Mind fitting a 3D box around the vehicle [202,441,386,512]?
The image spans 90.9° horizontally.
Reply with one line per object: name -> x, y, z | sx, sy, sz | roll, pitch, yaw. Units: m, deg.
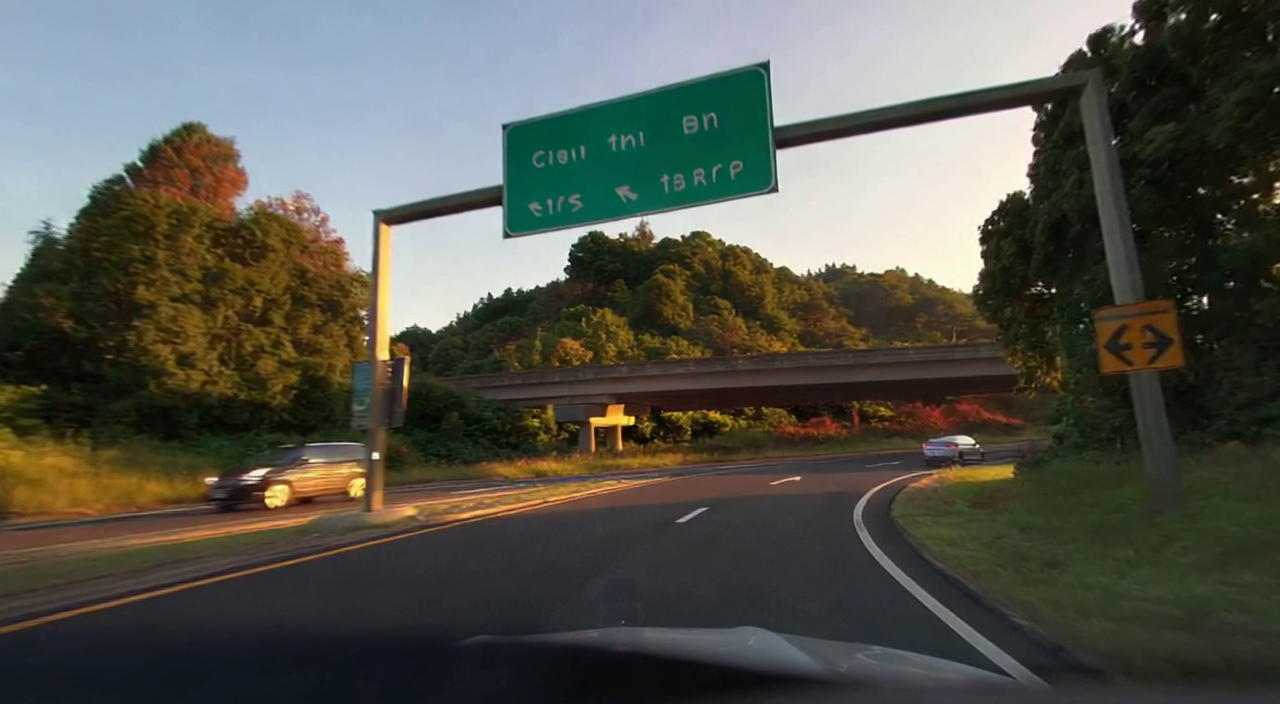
vehicle -> -7.749, 2.784, 14.484 | 1.704, 1.392, 3.351 | -3, -10, 19

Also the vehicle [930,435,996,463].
vehicle -> 17.645, 5.300, 34.340 | 3.645, 1.427, 1.807 | 7, -12, -39
